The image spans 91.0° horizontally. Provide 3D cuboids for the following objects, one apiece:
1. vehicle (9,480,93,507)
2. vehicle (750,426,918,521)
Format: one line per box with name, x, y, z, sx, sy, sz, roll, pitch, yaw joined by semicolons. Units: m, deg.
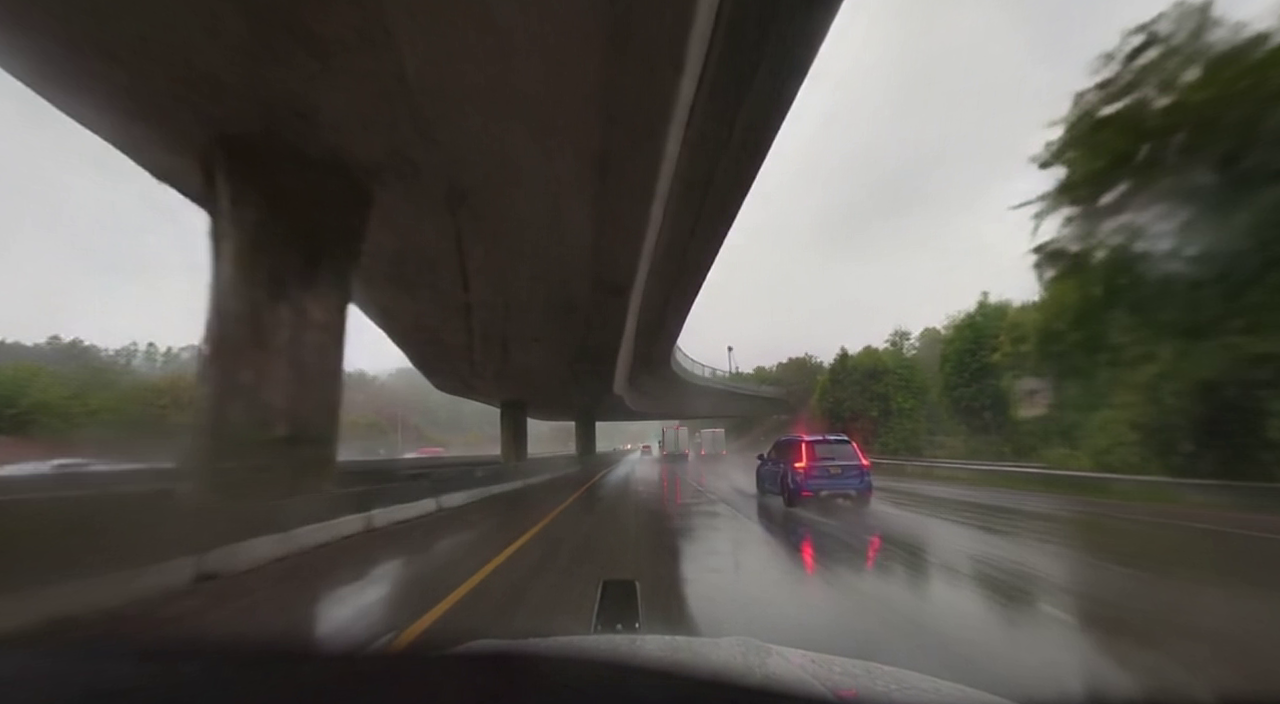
vehicle;-39.728;9.538;42.567;1.777;1.456;3.949;0;-9;0
vehicle;3.907;2.538;13.667;2.148;1.691;4.443;0;-9;-1
